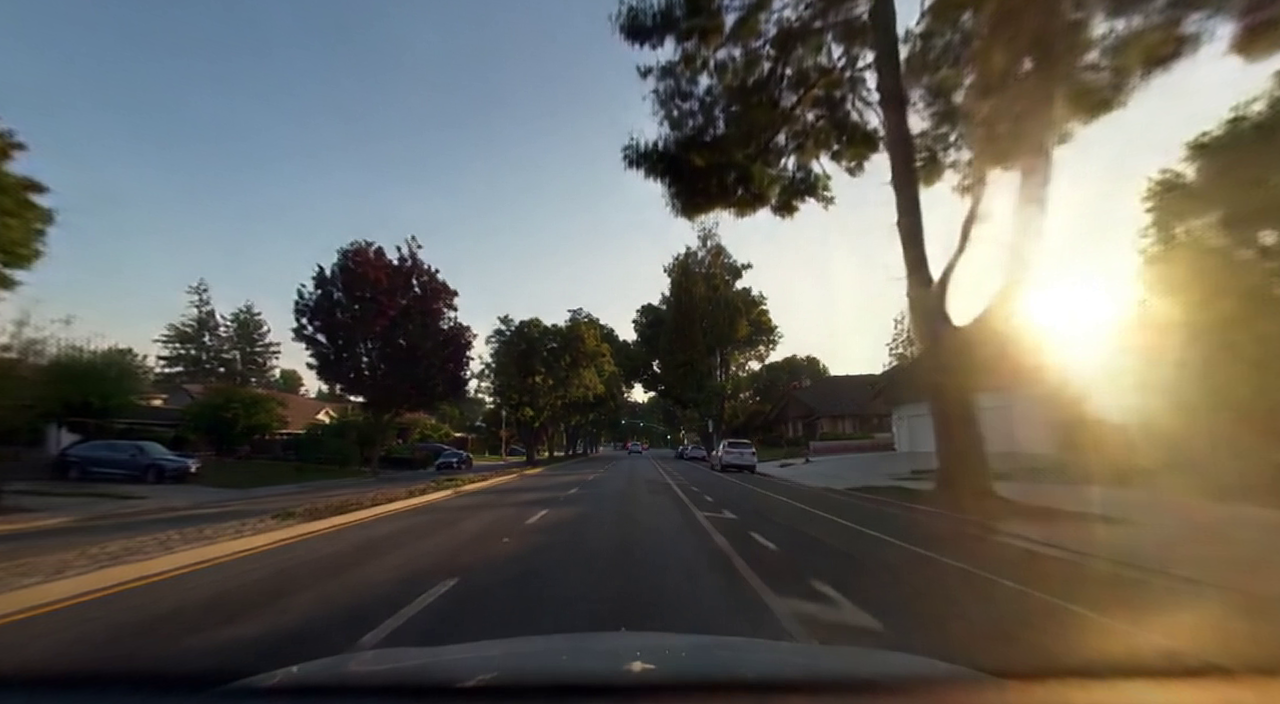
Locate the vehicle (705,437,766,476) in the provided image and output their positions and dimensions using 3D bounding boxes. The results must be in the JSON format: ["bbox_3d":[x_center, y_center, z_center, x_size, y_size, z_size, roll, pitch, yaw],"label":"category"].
[{"bbox_3d":[4.657,5.219,31.717,2.180,1.782,4.790,0,-8,-2],"label":"vehicle"}]

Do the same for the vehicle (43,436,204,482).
[{"bbox_3d":[-21.158,4.388,26.019,4.853,1.754,2.095,-1,-9,3],"label":"vehicle"}]

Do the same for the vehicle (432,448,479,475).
[{"bbox_3d":[-12.419,7.367,42.740,1.939,1.537,4.197,-3,-7,0],"label":"vehicle"}]
